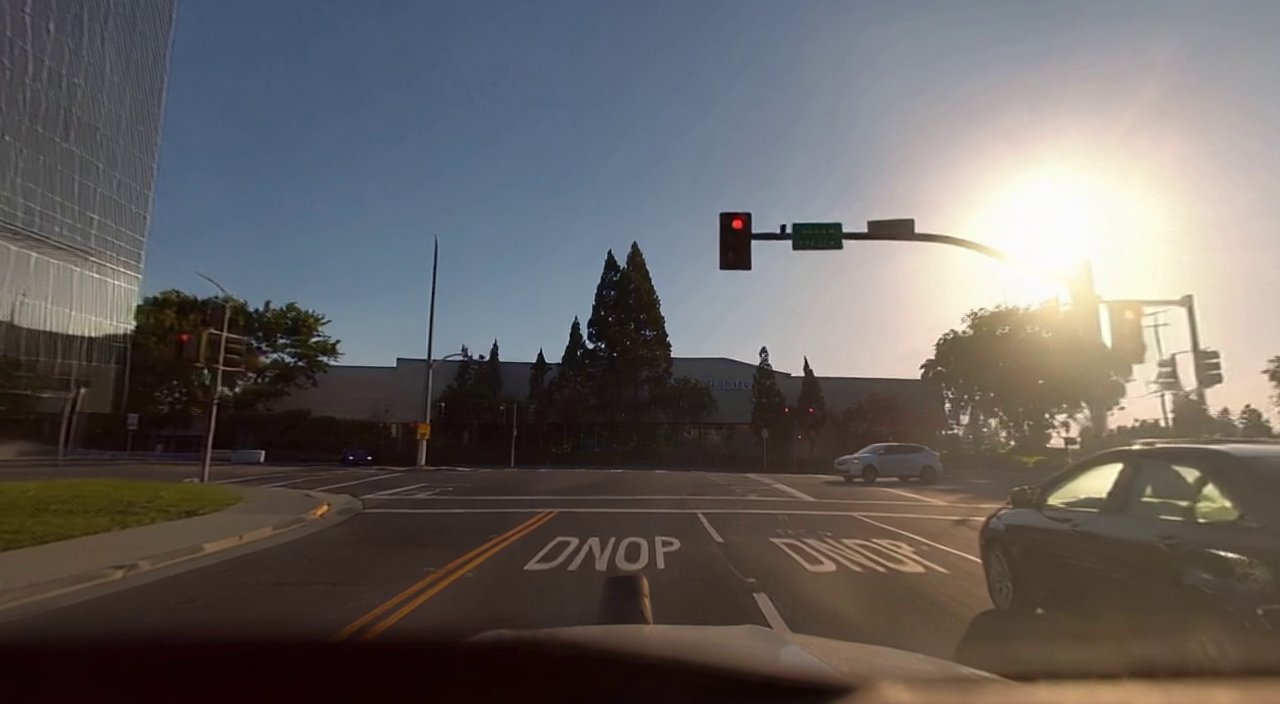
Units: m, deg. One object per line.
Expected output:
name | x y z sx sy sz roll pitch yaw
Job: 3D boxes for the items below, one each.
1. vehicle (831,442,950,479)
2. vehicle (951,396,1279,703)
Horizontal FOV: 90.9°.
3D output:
vehicle | 11.748 5.090 29.748 4.715 1.671 2.030 1 -8 -5
vehicle | 3.746 1.083 3.325 2.036 1.583 4.911 -1 -8 5
